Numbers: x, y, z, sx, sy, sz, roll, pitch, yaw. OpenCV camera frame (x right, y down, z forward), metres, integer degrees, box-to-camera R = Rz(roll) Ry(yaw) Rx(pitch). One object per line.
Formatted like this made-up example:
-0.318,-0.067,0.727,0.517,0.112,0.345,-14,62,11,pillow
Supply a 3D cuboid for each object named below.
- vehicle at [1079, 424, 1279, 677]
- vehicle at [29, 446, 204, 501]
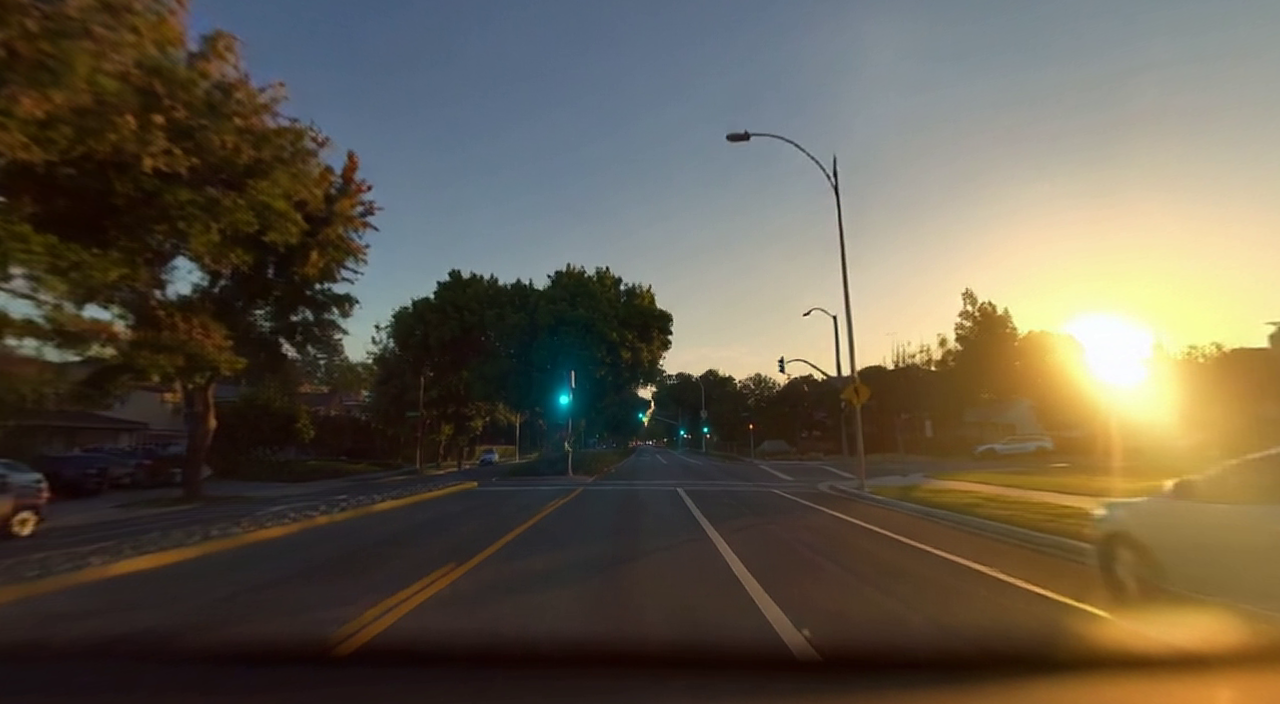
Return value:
4.839,1.141,3.352,1.915,1.521,4.375,0,-8,1,vehicle
-20.720,4.792,25.130,5.039,2.037,2.093,-1,-8,1,vehicle
